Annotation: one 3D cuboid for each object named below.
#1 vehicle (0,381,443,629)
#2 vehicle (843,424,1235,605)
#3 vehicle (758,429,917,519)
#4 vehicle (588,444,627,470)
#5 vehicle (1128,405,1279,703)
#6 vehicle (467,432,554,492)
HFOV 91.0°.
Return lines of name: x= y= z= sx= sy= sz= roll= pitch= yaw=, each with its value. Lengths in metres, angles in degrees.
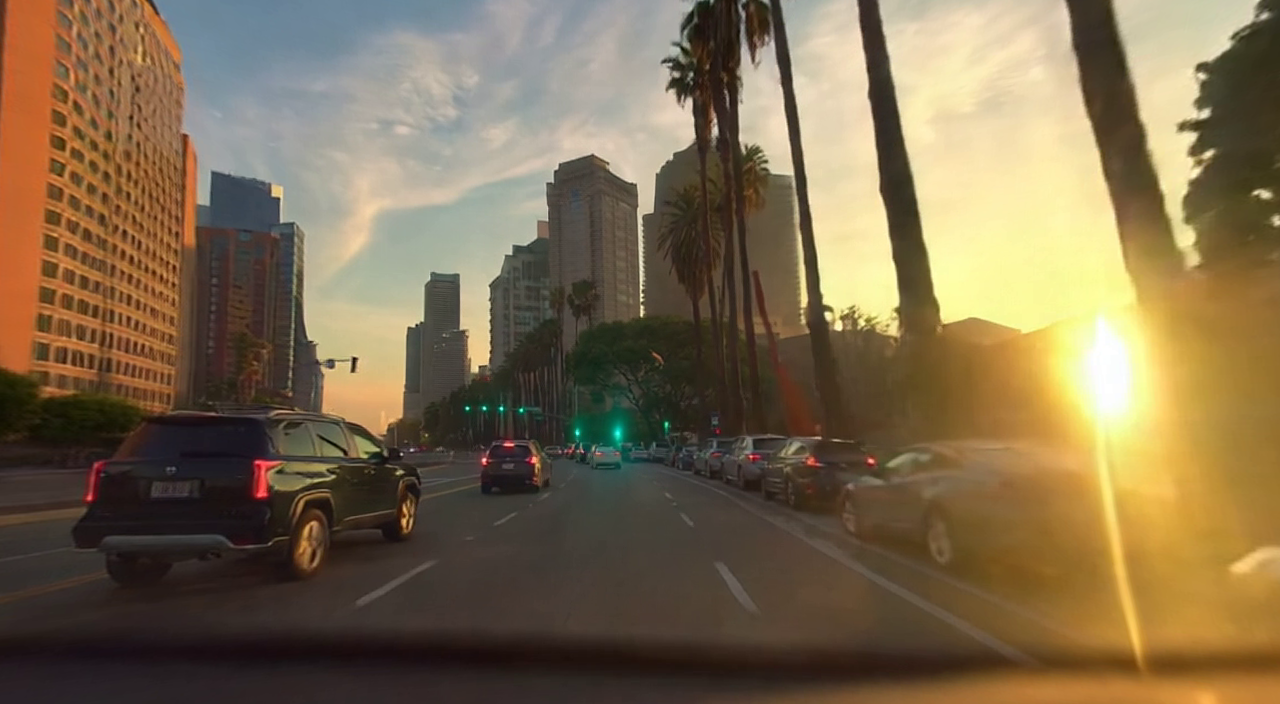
vehicle: x=-3.725 y=1.424 z=6.763 sx=1.800 sy=1.797 sz=4.224 roll=0 pitch=-9 yaw=0
vehicle: x=4.045 y=1.682 z=7.416 sx=1.829 sy=1.499 sz=4.109 roll=0 pitch=-9 yaw=-2
vehicle: x=3.971 y=2.533 z=13.563 sx=1.773 sy=1.584 sz=4.553 roll=1 pitch=-9 yaw=-2
vehicle: x=-1.956 y=6.078 z=36.611 sx=2.036 sy=1.461 sz=3.890 roll=1 pitch=-9 yaw=-7
vehicle: x=4.059 y=0.815 z=1.647 sx=1.873 sy=1.511 sz=4.523 roll=0 pitch=-9 yaw=-1
vehicle: x=-4.088 y=3.540 z=20.619 sx=2.014 sy=1.740 sz=4.392 roll=0 pitch=-9 yaw=-2
